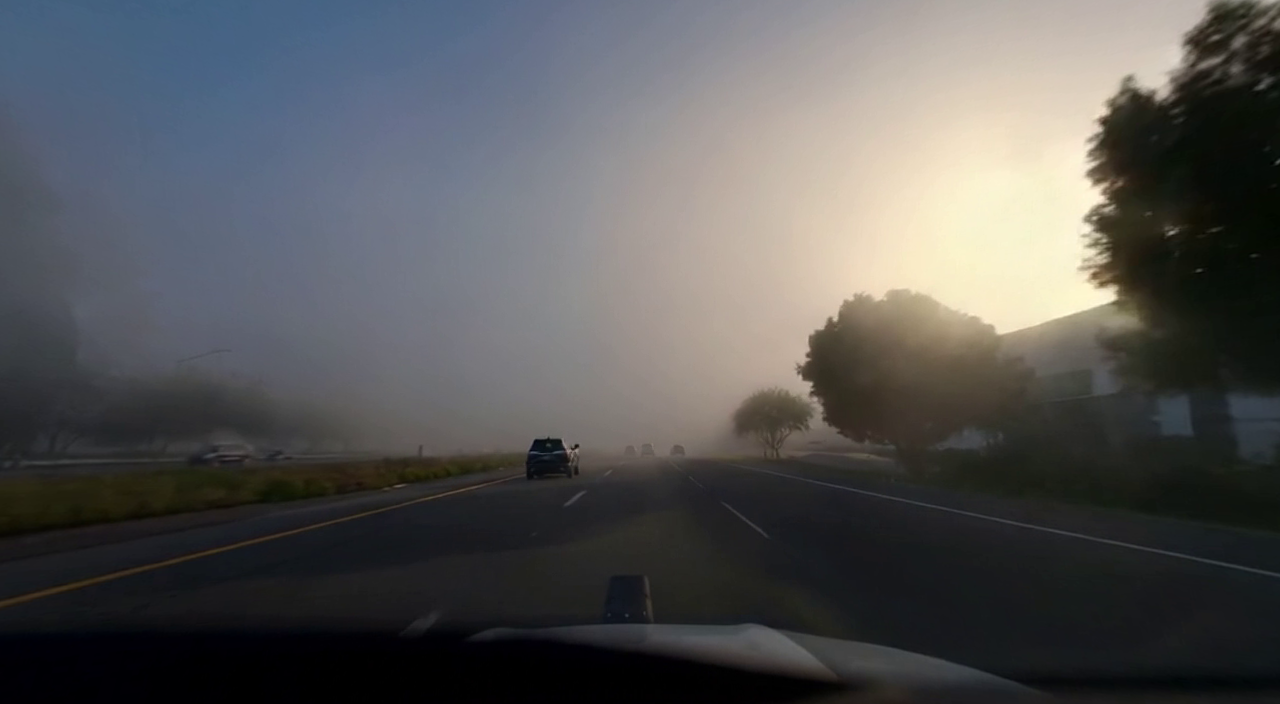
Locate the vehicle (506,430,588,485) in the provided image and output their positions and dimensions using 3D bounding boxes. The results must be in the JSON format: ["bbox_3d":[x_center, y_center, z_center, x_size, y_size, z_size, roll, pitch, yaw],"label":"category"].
[{"bbox_3d":[-3.401,4.003,24.163,2.218,1.850,4.774,0,-9,2],"label":"vehicle"}]

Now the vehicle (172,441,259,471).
[{"bbox_3d":[-27.868,6.835,41.621,2.075,1.834,5.135,0,-9,0],"label":"vehicle"}]
